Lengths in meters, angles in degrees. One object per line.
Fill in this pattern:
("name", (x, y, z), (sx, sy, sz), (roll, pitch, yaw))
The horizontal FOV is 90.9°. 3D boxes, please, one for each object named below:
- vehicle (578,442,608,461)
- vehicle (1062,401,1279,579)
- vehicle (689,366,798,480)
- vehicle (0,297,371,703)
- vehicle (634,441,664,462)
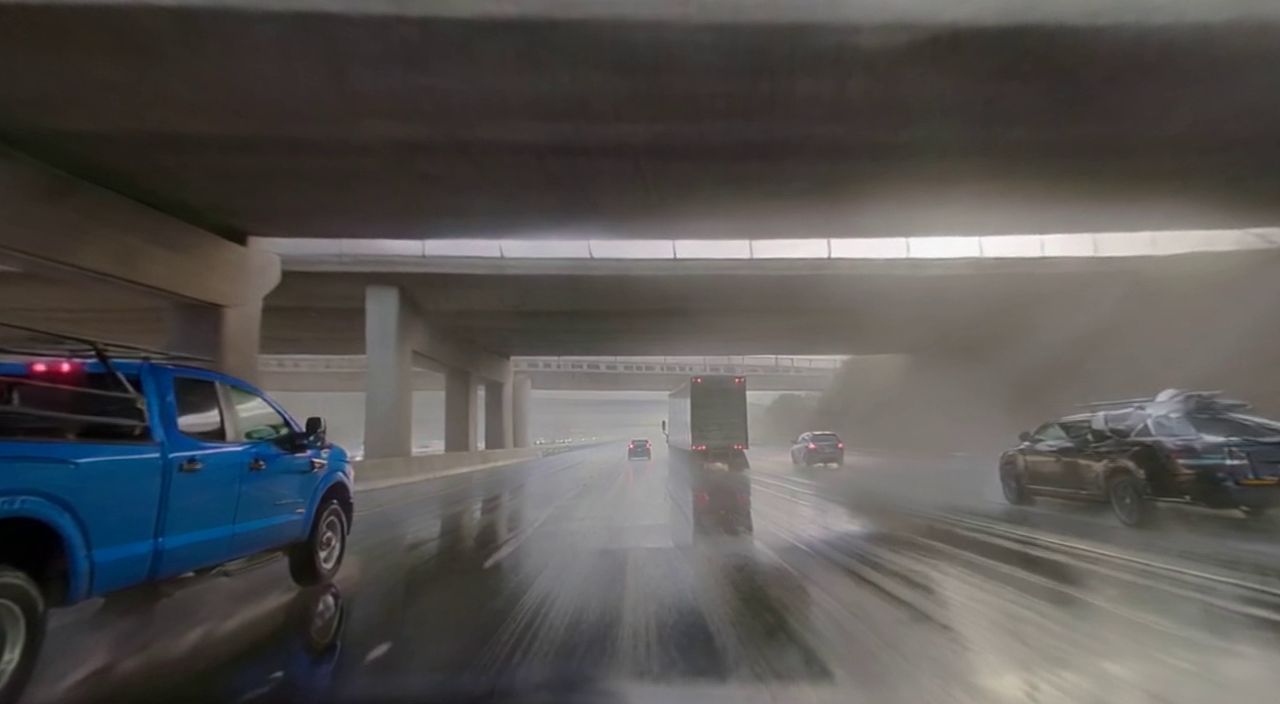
("vehicle", (-3.654, 7.790, 49.470), (2.077, 1.446, 4.106), (0, -8, 0))
("vehicle", (7.198, 1.446, 6.859), (1.999, 1.700, 4.640), (0, -8, 0))
("vehicle", (4.129, 3.427, 28.696), (2.885, 4.036, 12.891), (0, -8, 1))
("vehicle", (-4.438, 0.911, 4.061), (2.599, 2.054, 6.288), (0, -8, 0))
("vehicle", (0.627, 7.198, 45.590), (2.092, 1.446, 4.092), (0, -8, 1))
